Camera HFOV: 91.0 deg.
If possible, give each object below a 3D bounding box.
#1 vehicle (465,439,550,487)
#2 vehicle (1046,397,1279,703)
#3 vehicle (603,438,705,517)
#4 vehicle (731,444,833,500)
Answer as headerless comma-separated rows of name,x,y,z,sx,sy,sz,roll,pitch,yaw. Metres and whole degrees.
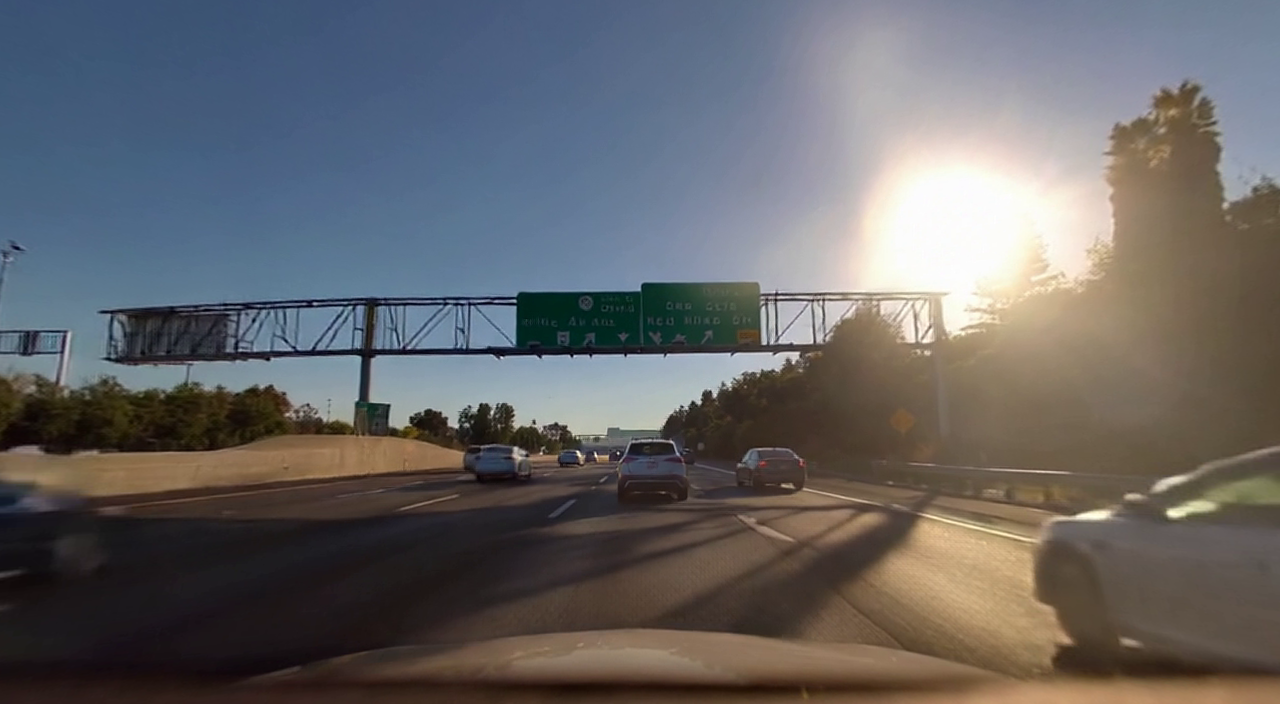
vehicle,-5.297,4.509,25.954,2.182,1.743,5.144,0,-9,2
vehicle,3.558,0.852,1.873,2.044,1.523,3.947,0,-9,0
vehicle,0.277,2.807,14.575,2.044,1.554,3.824,0,-9,0
vehicle,4.198,3.618,19.474,2.002,1.499,4.710,0,-9,-1
